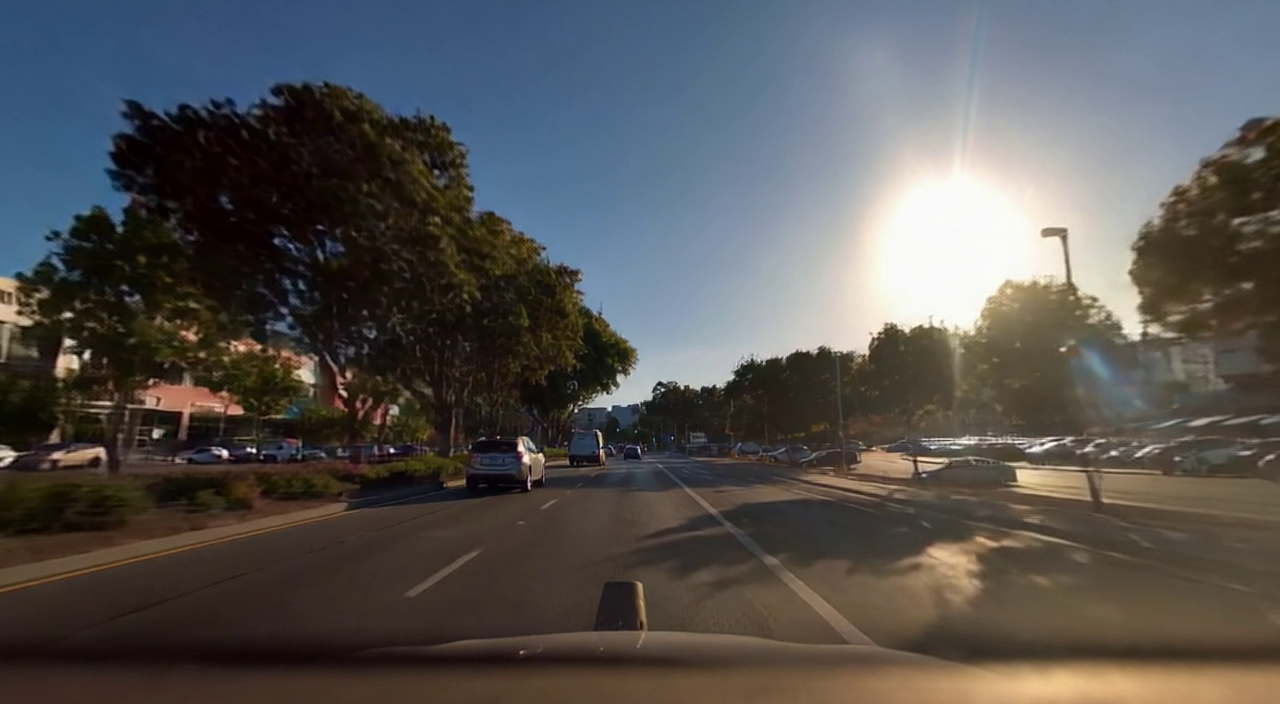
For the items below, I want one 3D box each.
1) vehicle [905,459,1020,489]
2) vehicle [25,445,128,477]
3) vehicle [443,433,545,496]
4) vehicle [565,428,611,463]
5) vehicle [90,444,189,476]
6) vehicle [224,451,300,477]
[{"bbox_3d":[16.372,6.208,32.127,4.723,1.466,2.085,0,-9,-1],"label":"vehicle"},{"bbox_3d":[-31.464,6.088,35.342,1.905,1.657,4.584,1,-9,-7],"label":"vehicle"},{"bbox_3d":[-4.297,3.383,19.300,2.109,1.672,4.256,0,-9,0],"label":"vehicle"},{"bbox_3d":[-3.927,7.266,48.885,2.917,2.524,6.990,0,-9,0],"label":"vehicle"},{"bbox_3d":[-28.701,6.182,36.308,1.946,1.711,4.518,0,-9,0],"label":"vehicle"},{"bbox_3d":[-23.080,6.827,38.681,1.885,1.428,4.638,0,-9,-2],"label":"vehicle"}]
